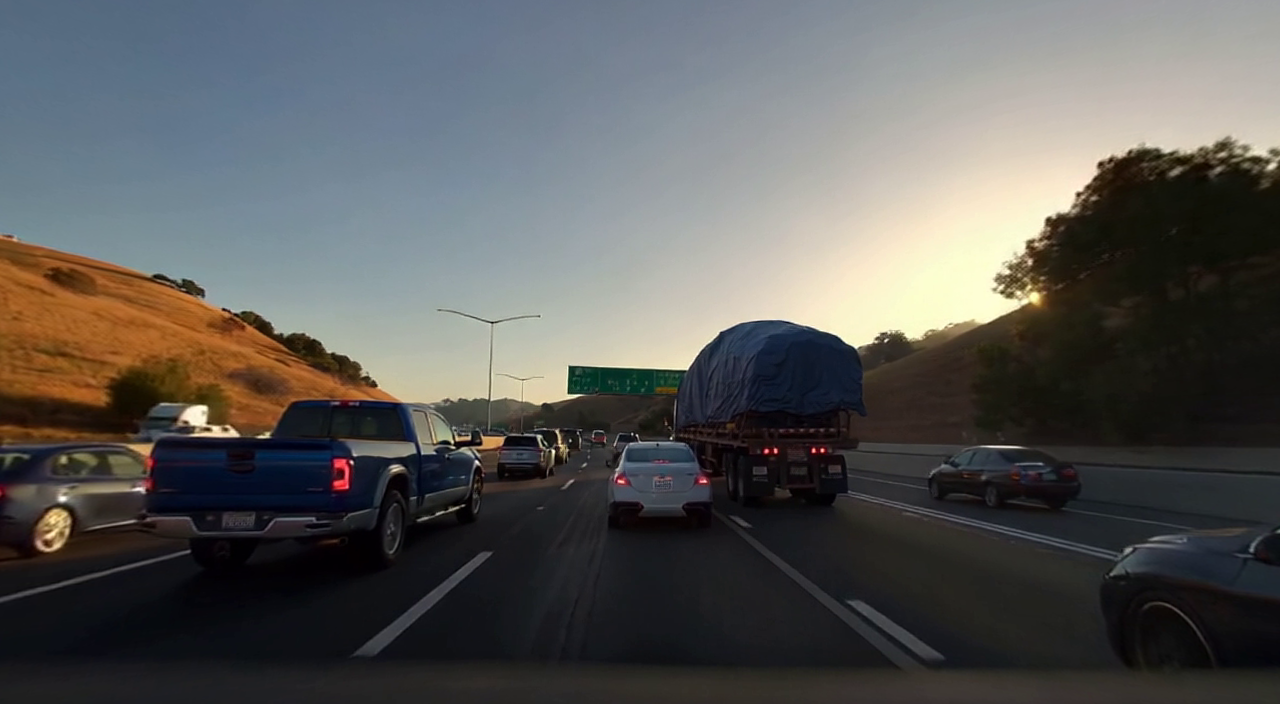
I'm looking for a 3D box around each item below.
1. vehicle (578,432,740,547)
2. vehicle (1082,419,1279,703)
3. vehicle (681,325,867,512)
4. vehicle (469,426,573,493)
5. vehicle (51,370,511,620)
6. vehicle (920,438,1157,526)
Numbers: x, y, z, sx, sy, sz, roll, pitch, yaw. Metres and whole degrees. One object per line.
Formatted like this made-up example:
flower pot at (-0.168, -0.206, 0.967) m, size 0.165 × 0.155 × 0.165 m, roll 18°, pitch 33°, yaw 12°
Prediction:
vehicle at (0.221, 2.082, 10.263) m, size 2.105 × 1.471 × 3.978 m, roll 0°, pitch -8°, yaw -1°
vehicle at (3.555, 0.797, 1.107) m, size 2.169 × 1.447 × 4.817 m, roll 0°, pitch -8°, yaw 2°
vehicle at (3.284, 2.197, 19.339) m, size 2.759 × 4.098 × 10.906 m, roll 0°, pitch -8°, yaw -3°
vehicle at (-3.544, 3.326, 19.969) m, size 2.348 × 1.821 × 5.061 m, roll 0°, pitch -8°, yaw 0°
vehicle at (-3.294, 1.474, 7.576) m, size 2.318 × 1.902 × 5.374 m, roll 0°, pitch -8°, yaw 0°
vehicle at (7.774, 2.530, 12.948) m, size 2.092 × 1.495 × 4.194 m, roll 0°, pitch -8°, yaw 0°
